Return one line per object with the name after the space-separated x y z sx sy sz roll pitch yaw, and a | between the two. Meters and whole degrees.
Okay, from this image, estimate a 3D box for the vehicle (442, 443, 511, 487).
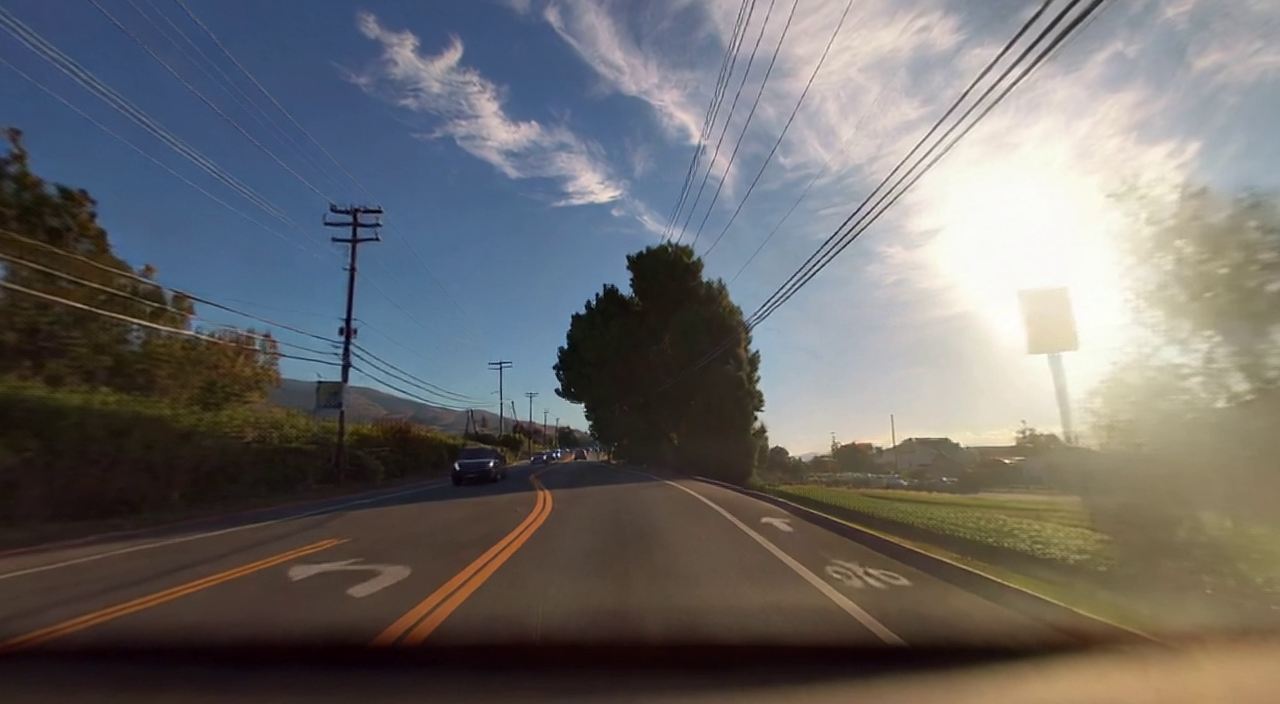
-7.560 5.238 29.745 2.220 1.817 4.839 0 -8 -3 | vehicle
